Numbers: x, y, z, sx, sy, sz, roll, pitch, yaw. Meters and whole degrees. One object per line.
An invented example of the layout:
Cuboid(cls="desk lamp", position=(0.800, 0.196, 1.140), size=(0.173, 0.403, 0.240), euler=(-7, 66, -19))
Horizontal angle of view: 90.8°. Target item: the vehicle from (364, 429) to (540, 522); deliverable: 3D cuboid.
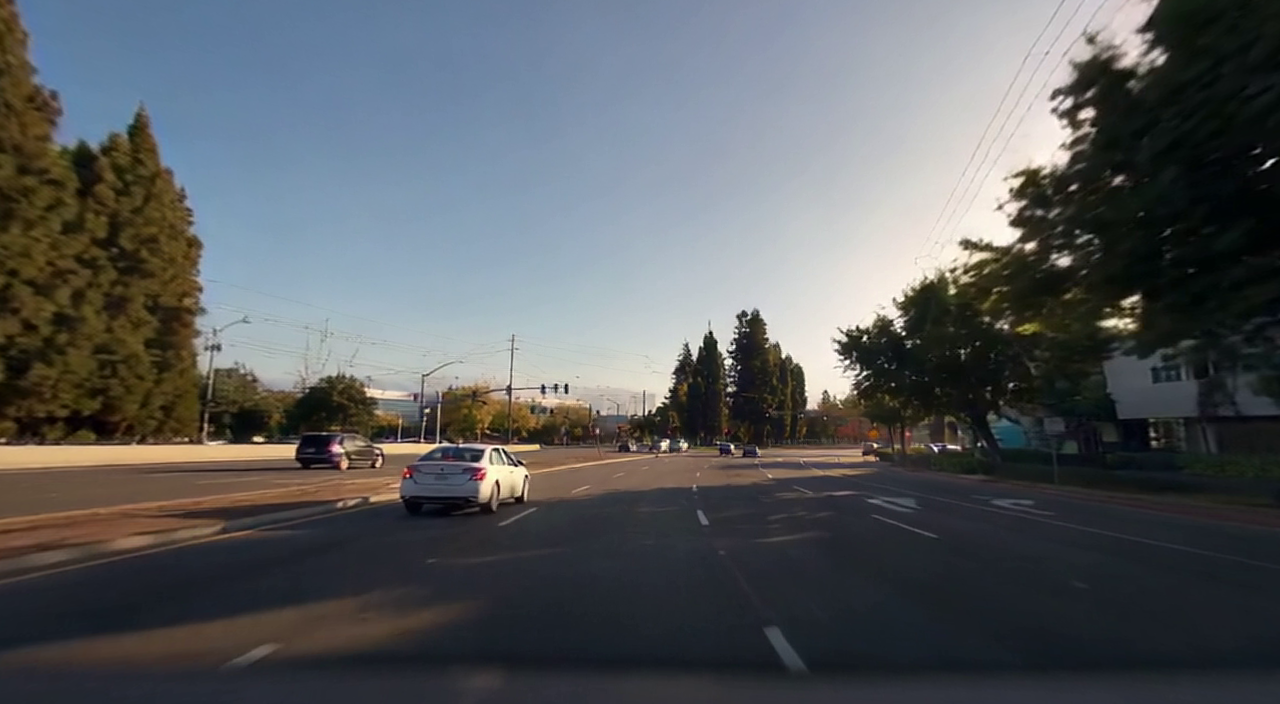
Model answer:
Cuboid(cls="vehicle", position=(-3.358, 2.303, 12.272), size=(1.934, 1.463, 4.220), euler=(-1, -9, 3))

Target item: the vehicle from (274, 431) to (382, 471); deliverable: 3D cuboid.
Cuboid(cls="vehicle", position=(-12.555, 4.020, 25.791), size=(1.984, 1.488, 4.258), euler=(-1, -9, 5))
